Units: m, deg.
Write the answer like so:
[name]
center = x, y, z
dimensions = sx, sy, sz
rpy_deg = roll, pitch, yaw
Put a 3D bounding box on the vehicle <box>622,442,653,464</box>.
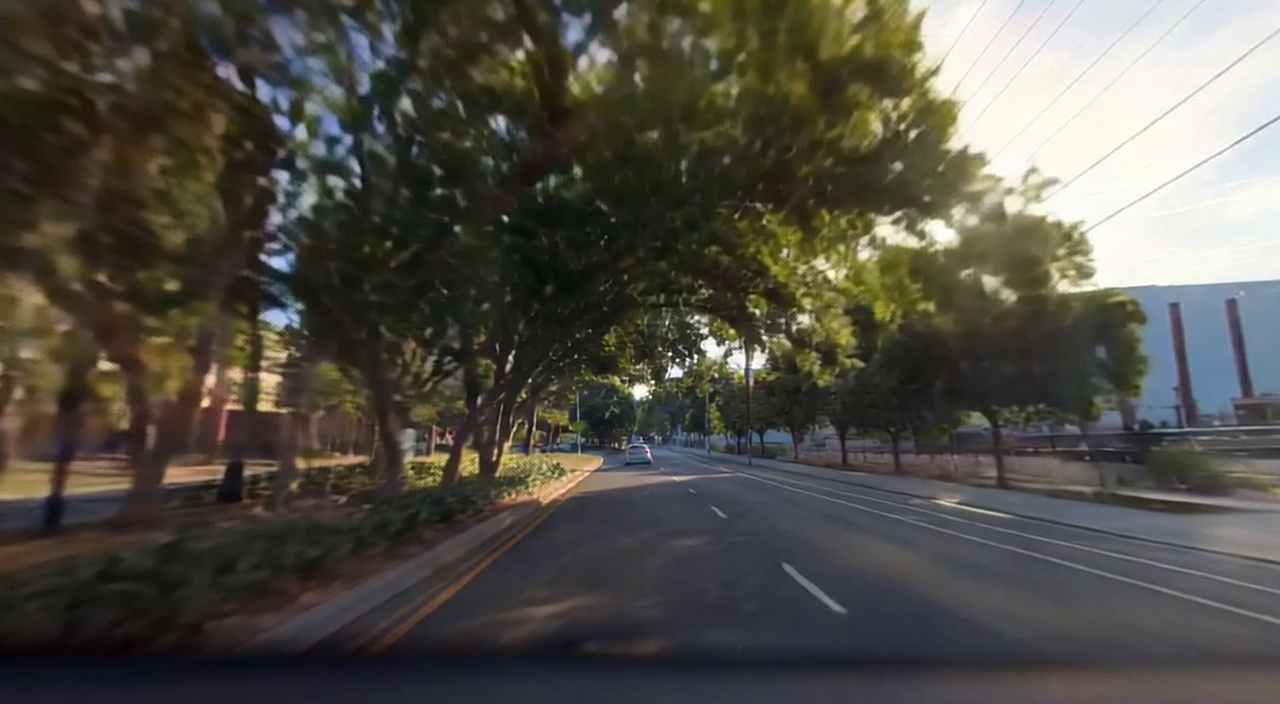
[vehicle]
center = -0.200, 7.141, 44.743
dimensions = 2.109, 1.501, 4.042
rpy_deg = 0, -9, -1
